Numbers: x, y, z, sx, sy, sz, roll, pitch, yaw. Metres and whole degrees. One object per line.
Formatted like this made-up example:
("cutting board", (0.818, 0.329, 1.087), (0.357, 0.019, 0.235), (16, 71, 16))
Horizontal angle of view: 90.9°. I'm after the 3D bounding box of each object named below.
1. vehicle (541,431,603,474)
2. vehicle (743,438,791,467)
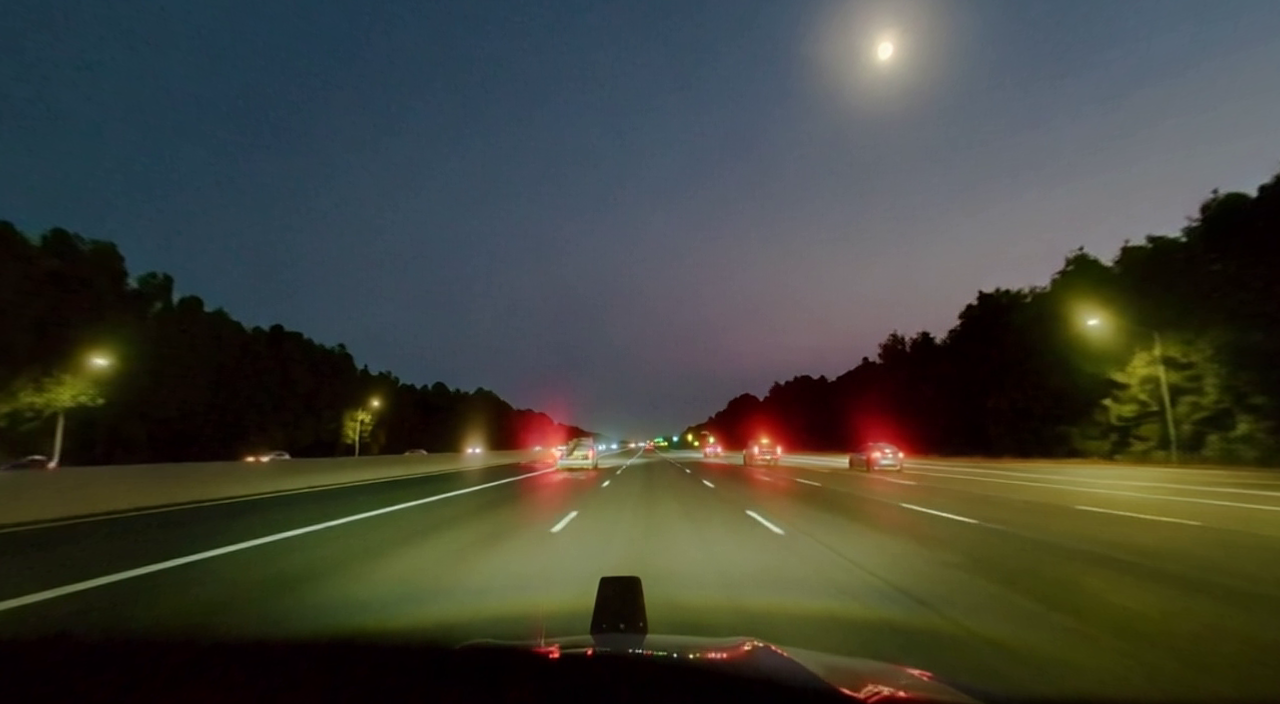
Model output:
("vehicle", (-3.284, 5.030, 31.773), (2.453, 1.952, 5.320), (0, -8, 1))
("vehicle", (7.739, 6.177, 38.934), (2.063, 1.706, 4.259), (0, -8, 0))
